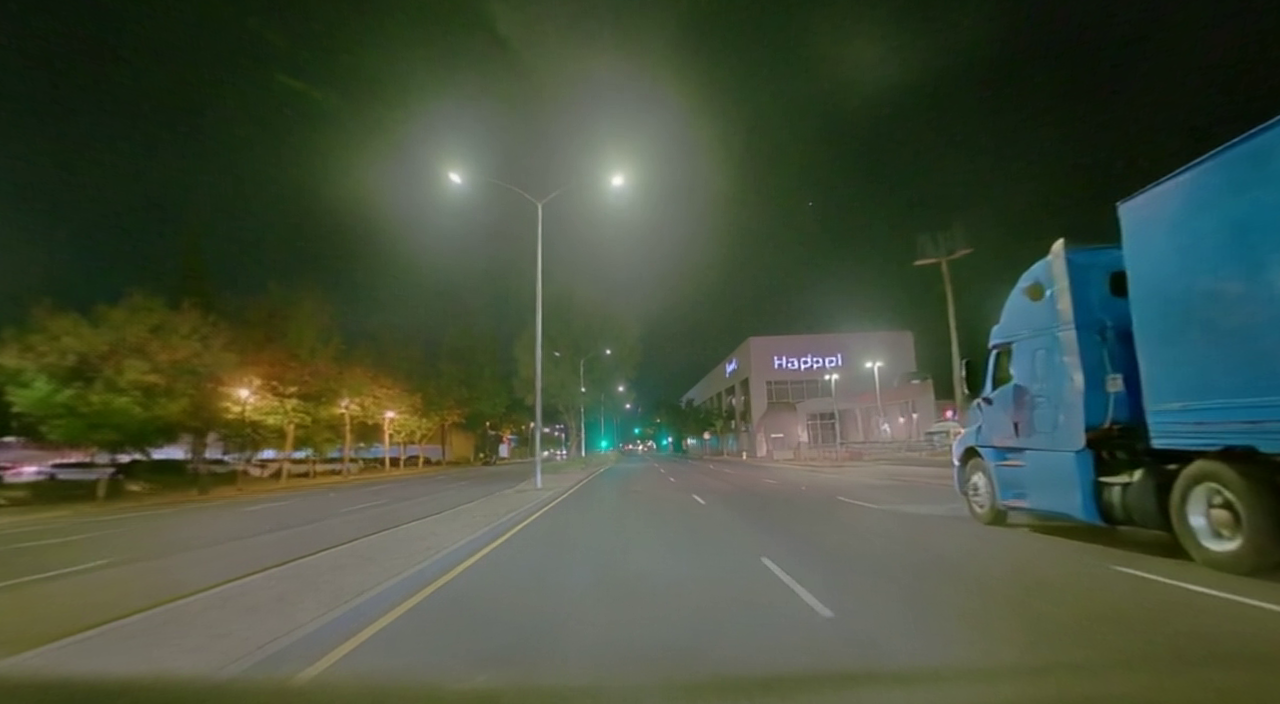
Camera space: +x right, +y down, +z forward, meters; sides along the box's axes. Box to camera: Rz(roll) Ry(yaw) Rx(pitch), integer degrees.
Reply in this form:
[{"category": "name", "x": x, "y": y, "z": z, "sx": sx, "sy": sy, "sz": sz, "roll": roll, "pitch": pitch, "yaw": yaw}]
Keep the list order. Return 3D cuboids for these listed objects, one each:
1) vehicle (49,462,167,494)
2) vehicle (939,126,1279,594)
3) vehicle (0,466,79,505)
[{"category": "vehicle", "x": -27.976, "y": 6.589, "z": 33.333, "sx": 4.576, "sy": 1.426, "sz": 1.886, "roll": 7, "pitch": -11, "yaw": -42}, {"category": "vehicle", "x": 6.806, "y": 0.029, "z": 4.966, "sx": 3.120, "sy": 3.794, "sz": 11.510, "roll": 0, "pitch": -9, "yaw": -1}, {"category": "vehicle", "x": -28.522, "y": 6.089, "z": 28.855, "sx": 4.164, "sy": 1.577, "sz": 2.021, "roll": 7, "pitch": -11, "yaw": -40}]
